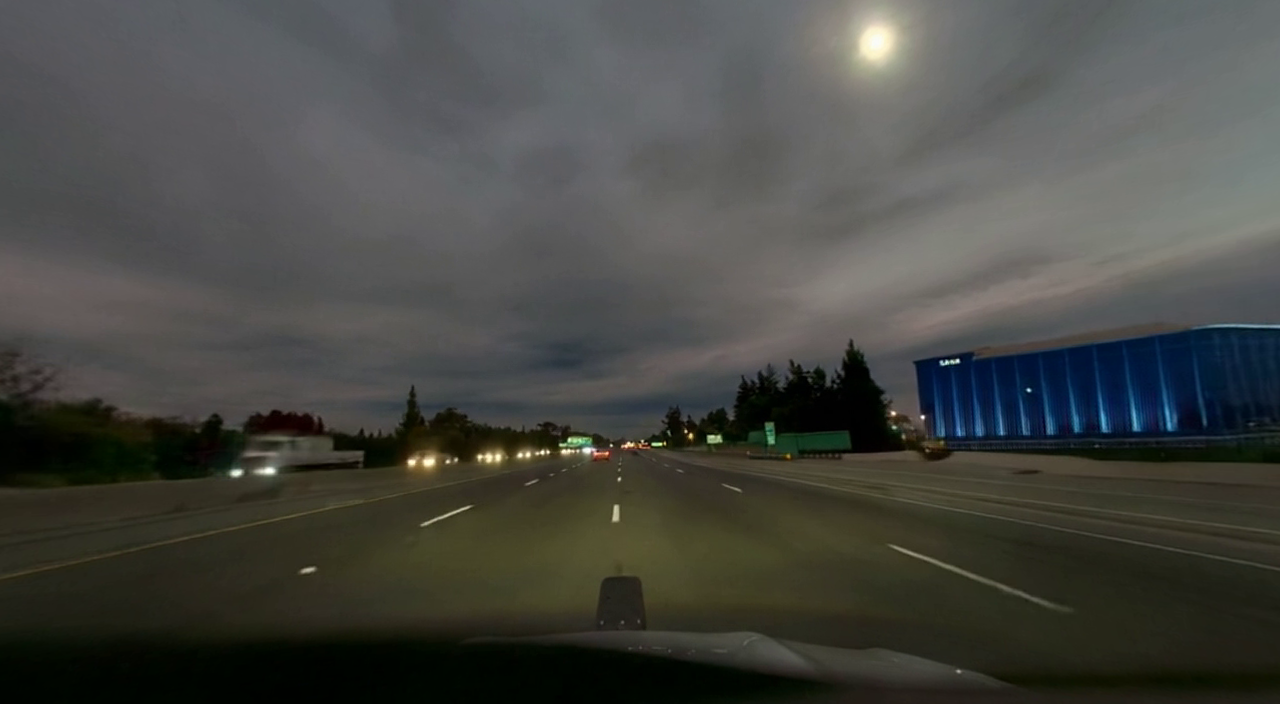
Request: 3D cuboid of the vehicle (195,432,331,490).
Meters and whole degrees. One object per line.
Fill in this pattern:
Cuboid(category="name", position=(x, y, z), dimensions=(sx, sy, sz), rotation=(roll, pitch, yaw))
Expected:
Cuboid(category="vehicle", position=(-14.029, 4.090, 23.913), dimensions=(2.125, 1.915, 4.942), rotation=(0, -9, -1))

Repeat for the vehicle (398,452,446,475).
Cuboid(category="vehicle", position=(-15.737, 8.058, 45.779), dimensions=(1.946, 1.531, 4.538), rotation=(0, -9, -1))
